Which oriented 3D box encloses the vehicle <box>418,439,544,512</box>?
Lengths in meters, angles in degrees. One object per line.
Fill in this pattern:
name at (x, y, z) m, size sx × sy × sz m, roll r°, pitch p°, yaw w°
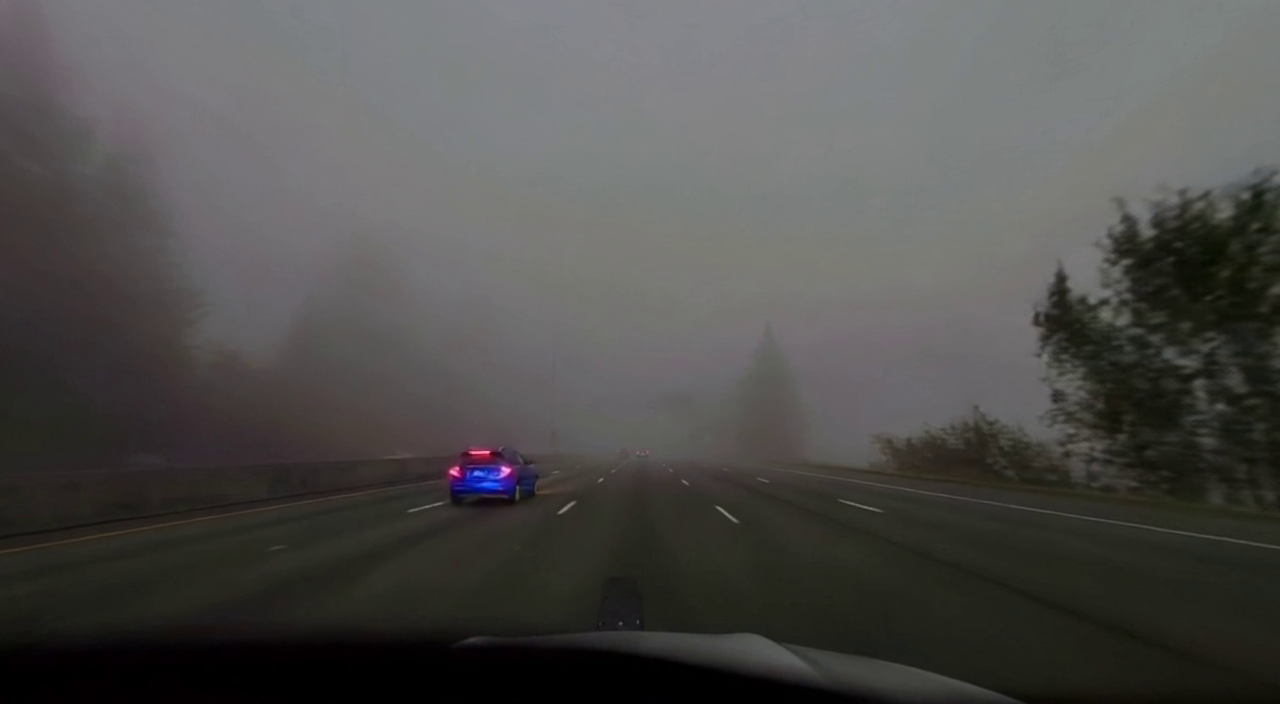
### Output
vehicle at (-3.688, 2.950, 15.513) m, size 1.979 × 1.521 × 4.147 m, roll 0°, pitch -9°, yaw 1°
